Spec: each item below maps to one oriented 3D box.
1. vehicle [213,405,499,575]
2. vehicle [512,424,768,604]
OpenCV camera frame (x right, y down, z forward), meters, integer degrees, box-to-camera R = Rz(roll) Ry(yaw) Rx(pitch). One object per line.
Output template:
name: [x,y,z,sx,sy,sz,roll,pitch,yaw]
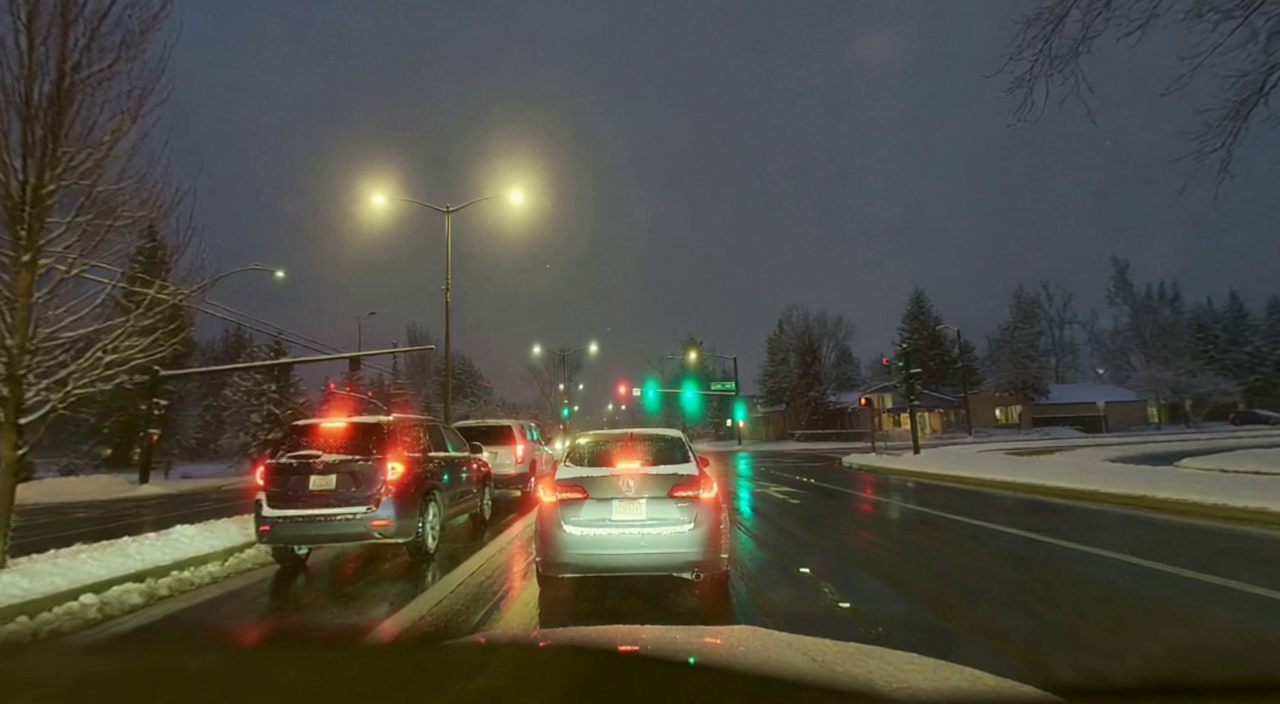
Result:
vehicle: [-3.428,1.745,8.749,2.046,1.751,4.208,0,-8,-1]
vehicle: [-0.057,1.644,7.316,2.126,1.475,3.967,0,-8,-2]
